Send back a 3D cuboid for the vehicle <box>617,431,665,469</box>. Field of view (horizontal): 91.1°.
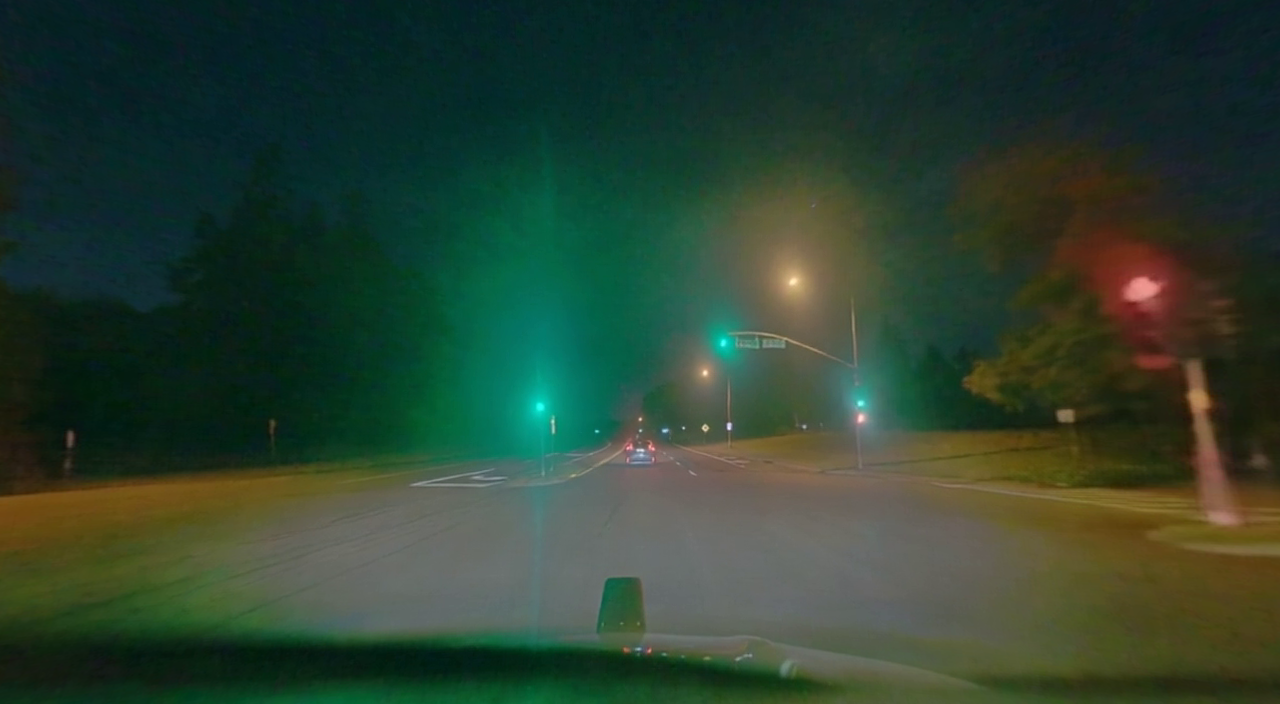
[{"bbox_3d":[0.050,4.902,31.554,2.256,1.734,4.176,0,-8,0],"label":"vehicle"}]
